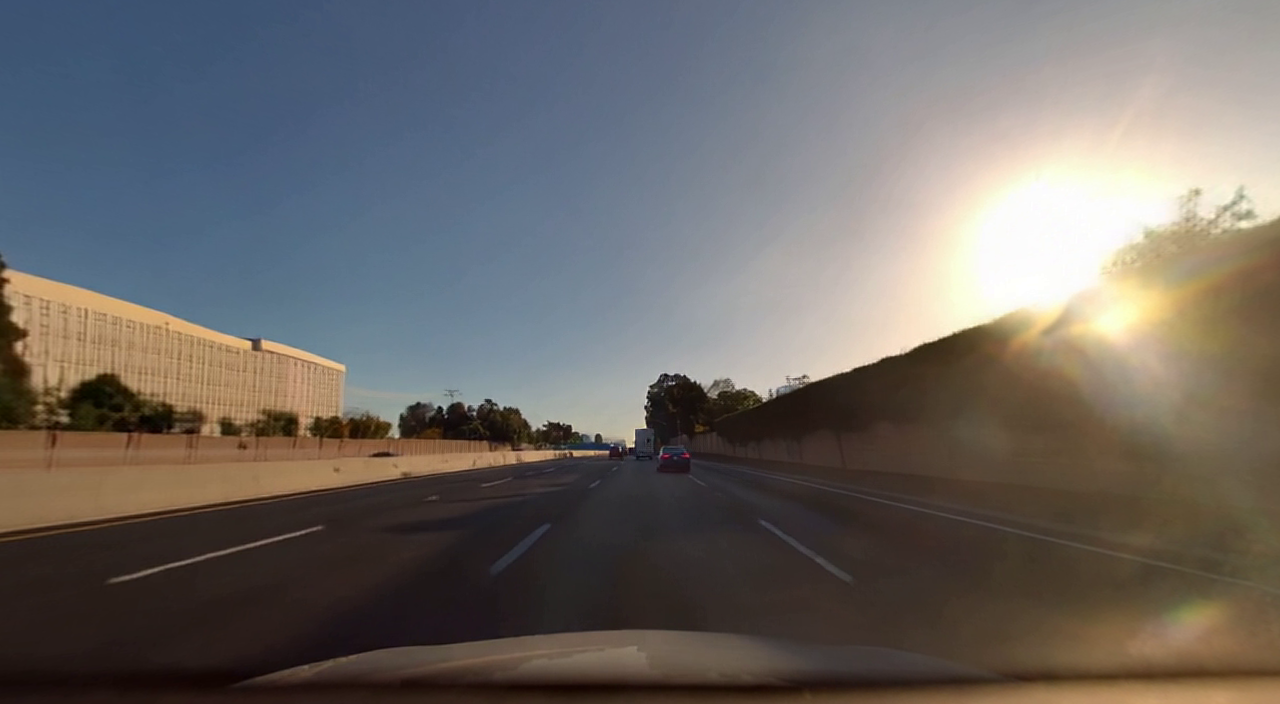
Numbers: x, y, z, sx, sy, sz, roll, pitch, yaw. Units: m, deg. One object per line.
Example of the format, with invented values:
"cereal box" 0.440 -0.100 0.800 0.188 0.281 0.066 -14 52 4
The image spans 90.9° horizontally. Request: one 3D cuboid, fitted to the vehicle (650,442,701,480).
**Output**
"vehicle" 1.512 4.894 28.494 1.973 1.536 4.337 0 -9 -1
